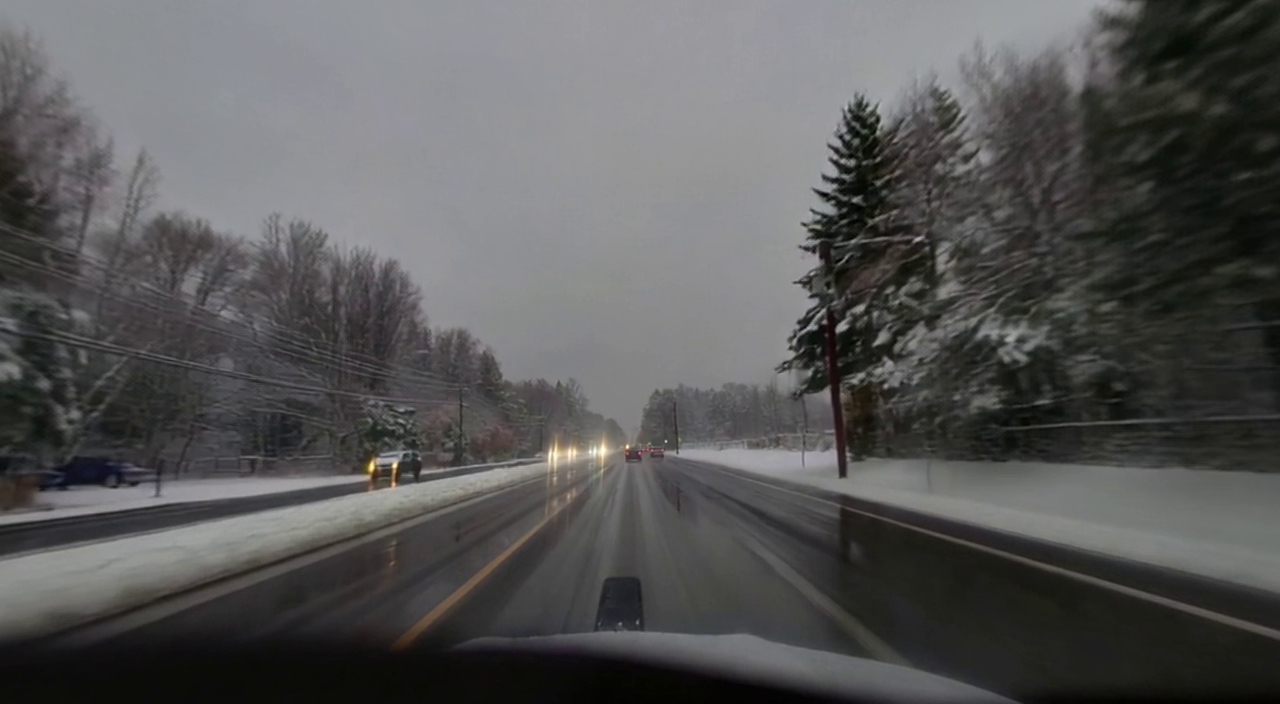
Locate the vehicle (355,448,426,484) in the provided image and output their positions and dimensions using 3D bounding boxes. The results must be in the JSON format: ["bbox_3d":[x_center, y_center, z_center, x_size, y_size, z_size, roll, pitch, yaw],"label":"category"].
[{"bbox_3d":[-14.731,6.718,37.657,2.055,1.742,5.503,-4,-8,0],"label":"vehicle"}]

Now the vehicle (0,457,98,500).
[{"bbox_3d":[-24.534,5.041,25.349,3.658,1.605,1.985,0,-9,0],"label":"vehicle"}]
